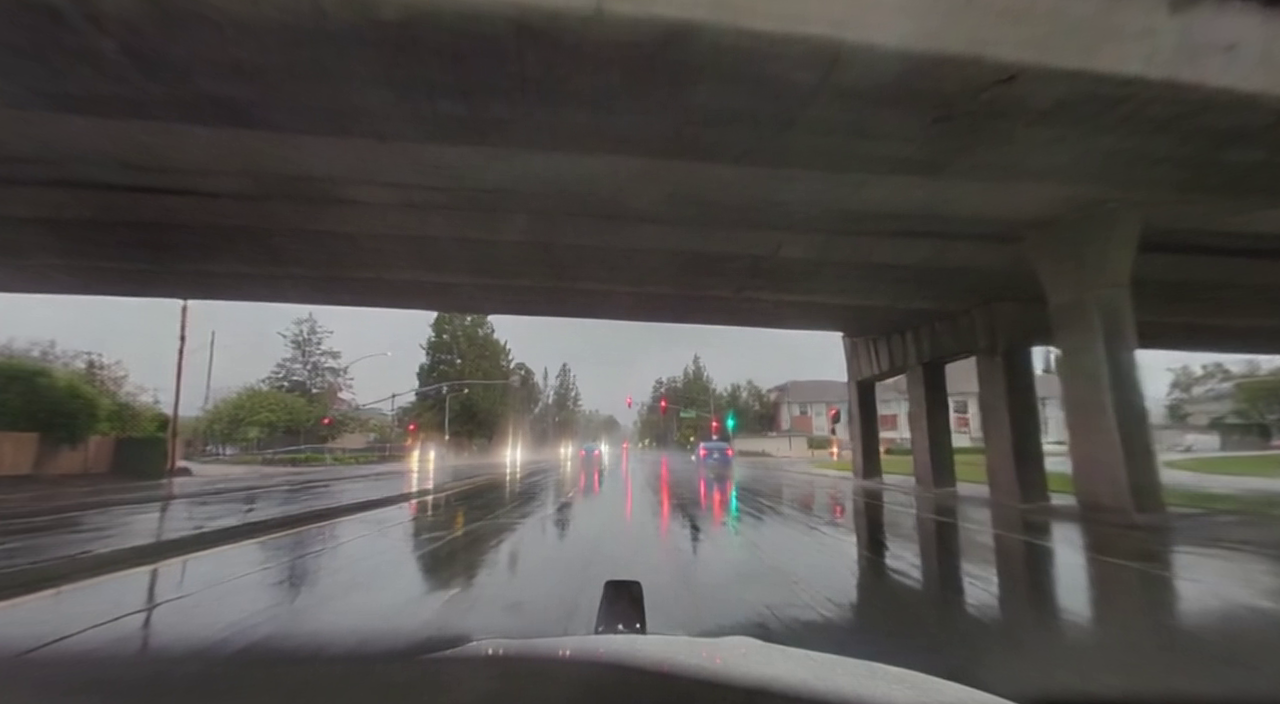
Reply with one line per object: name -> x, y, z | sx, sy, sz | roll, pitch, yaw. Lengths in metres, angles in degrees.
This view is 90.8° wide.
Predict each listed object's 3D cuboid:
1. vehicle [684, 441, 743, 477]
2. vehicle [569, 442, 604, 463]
vehicle -> 3.220, 4.794, 28.651 | 2.068, 1.497, 4.247 | 0, -8, -2
vehicle -> -3.868, 7.370, 46.545 | 2.060, 1.484, 4.417 | 0, -8, 1
